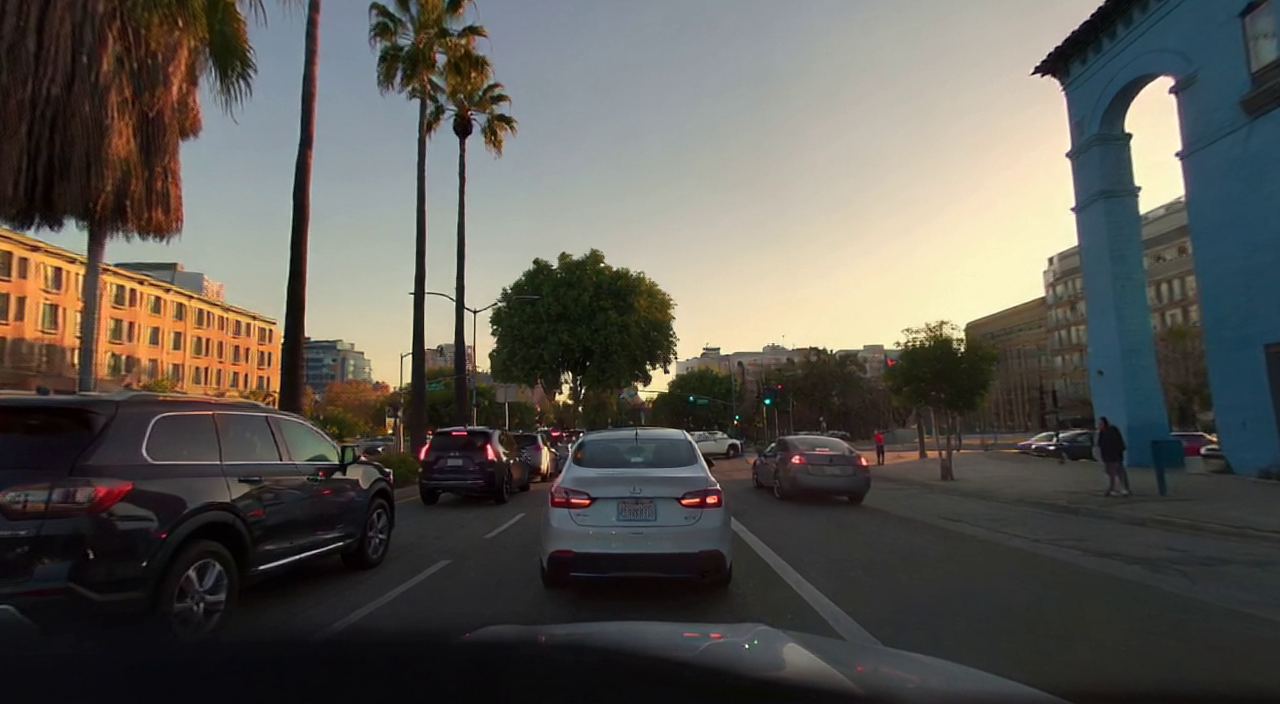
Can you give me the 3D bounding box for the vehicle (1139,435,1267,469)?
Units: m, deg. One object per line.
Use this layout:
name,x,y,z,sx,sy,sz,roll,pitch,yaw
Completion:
vehicle,25.464,4.533,28.644,3.914,1.427,1.779,-2,-8,5

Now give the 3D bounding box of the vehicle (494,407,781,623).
vehicle,-0.046,1.521,6.866,2.114,1.585,4.285,0,-8,-1

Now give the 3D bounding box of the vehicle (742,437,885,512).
vehicle,3.825,2.786,14.875,1.982,1.480,4.572,0,-8,-1

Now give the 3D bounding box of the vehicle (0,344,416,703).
vehicle,-3.536,1.144,5.019,1.914,1.741,4.398,0,-8,-1

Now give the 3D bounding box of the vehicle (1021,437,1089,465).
vehicle,26.045,6.247,39.705,1.882,1.672,3.957,-1,-9,7

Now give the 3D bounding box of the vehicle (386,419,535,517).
vehicle,-3.476,2.325,13.080,1.840,1.684,4.041,0,-8,1
